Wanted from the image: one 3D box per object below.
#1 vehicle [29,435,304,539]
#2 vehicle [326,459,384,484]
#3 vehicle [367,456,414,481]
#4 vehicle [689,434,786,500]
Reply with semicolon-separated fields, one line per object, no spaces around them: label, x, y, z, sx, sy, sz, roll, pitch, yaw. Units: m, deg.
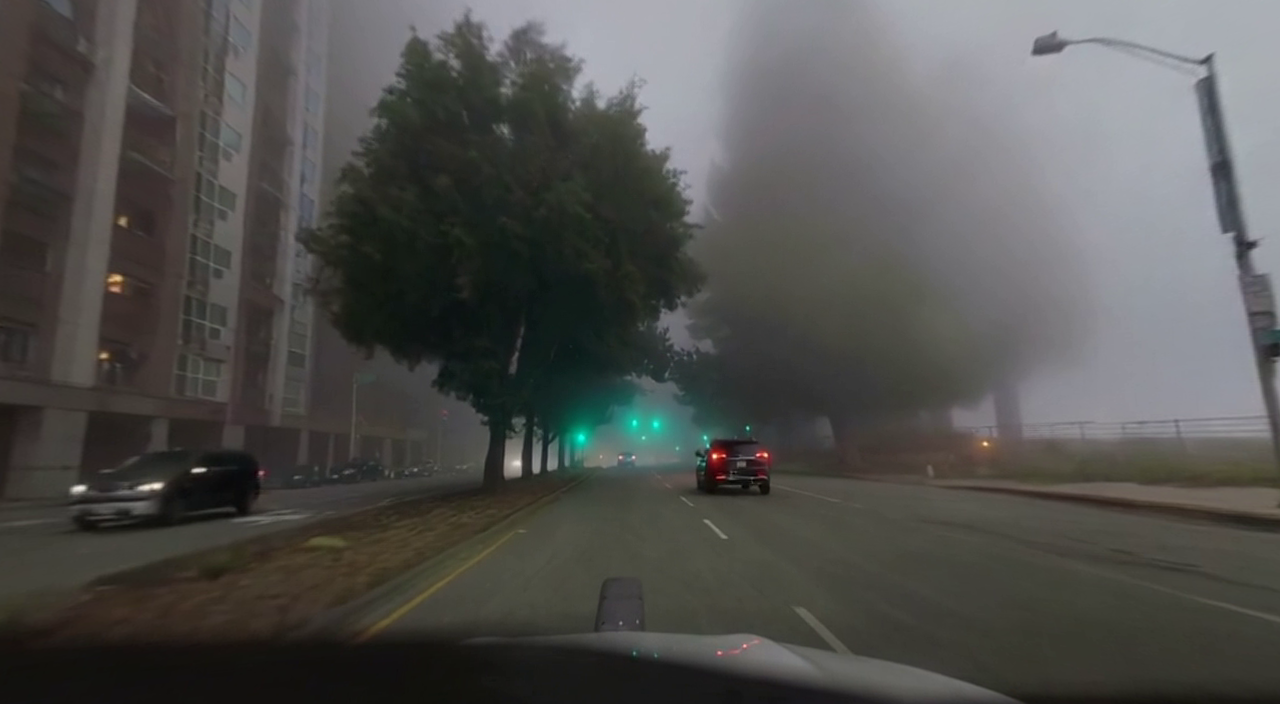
vehicle;-9.563;2.700;13.510;1.939;1.744;5.079;0;-8;0
vehicle;-19.167;8.028;42.710;1.812;1.482;4.512;0;-8;0
vehicle;-19.236;8.963;48.884;1.880;1.725;4.509;0;-8;-1
vehicle;2.972;3.622;20.438;2.129;1.844;4.767;0;-8;-3
